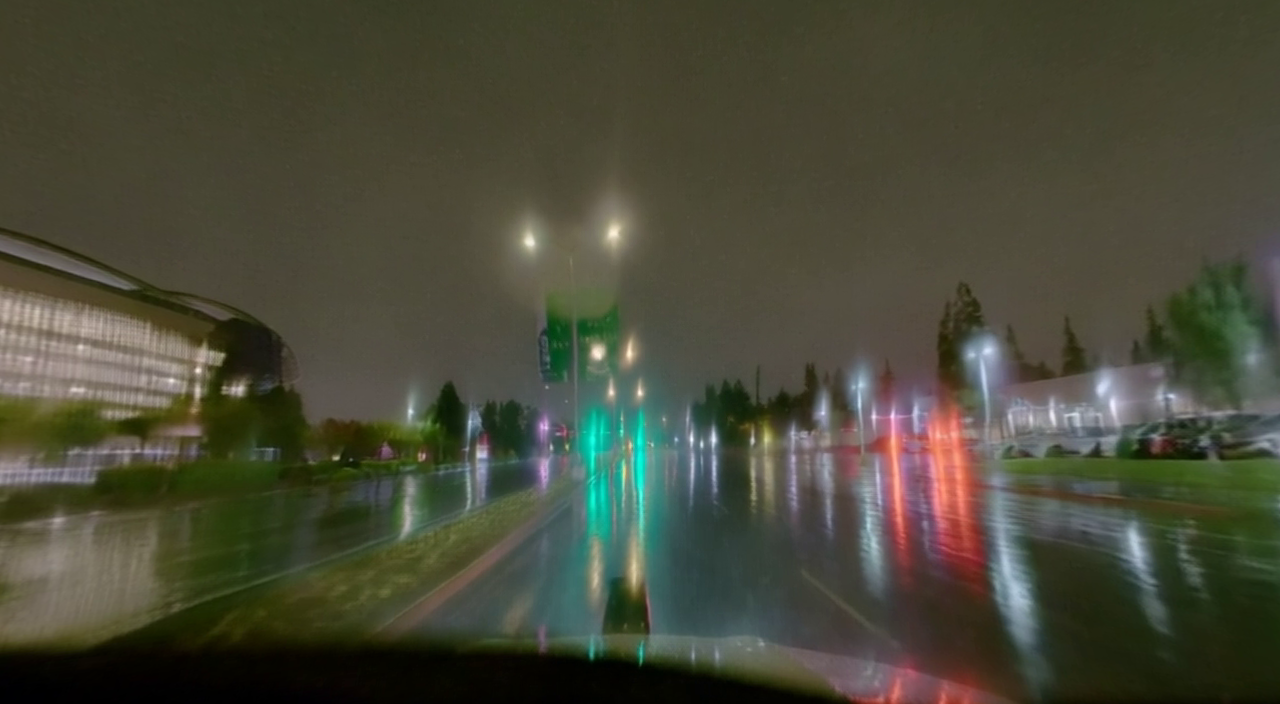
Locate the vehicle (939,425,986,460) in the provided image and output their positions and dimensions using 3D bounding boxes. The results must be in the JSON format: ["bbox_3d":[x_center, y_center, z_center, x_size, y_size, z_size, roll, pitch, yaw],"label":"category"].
[{"bbox_3d":[21.859,6.106,42.928,2.240,2.095,5.149,-6,-7,22],"label":"vehicle"}]

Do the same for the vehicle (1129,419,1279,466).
[{"bbox_3d":[19.515,3.055,21.463,4.124,1.473,1.925,0,-7,-2],"label":"vehicle"}]

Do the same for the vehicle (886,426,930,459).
[{"bbox_3d":[17.938,6.073,42.241,2.425,2.043,5.455,-4,-9,22],"label":"vehicle"}]
